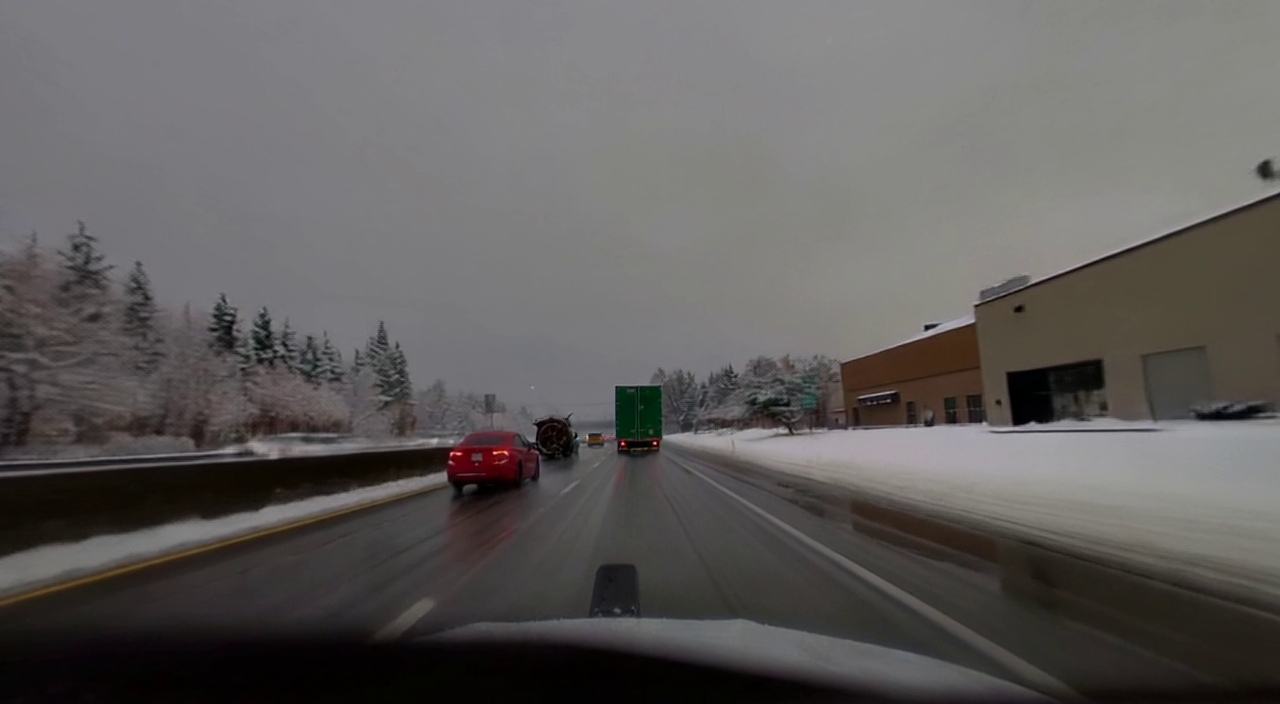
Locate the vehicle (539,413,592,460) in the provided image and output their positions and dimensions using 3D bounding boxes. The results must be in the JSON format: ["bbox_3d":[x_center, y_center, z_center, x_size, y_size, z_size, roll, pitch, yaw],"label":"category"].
[{"bbox_3d":[-4.599,5.397,40.323,2.717,2.714,6.997,0,-8,-2],"label":"vehicle"}]

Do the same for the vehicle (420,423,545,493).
[{"bbox_3d":[-4.022,2.797,17.157,2.005,1.602,5.131,0,-8,1],"label":"vehicle"}]

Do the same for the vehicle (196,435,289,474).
[{"bbox_3d":[-17.185,4.411,27.448,1.658,1.533,3.723,0,-8,-1],"label":"vehicle"}]

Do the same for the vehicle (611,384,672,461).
[{"bbox_3d":[-0.021,4.438,38.773,3.259,4.066,9.891,0,-8,-1],"label":"vehicle"}]

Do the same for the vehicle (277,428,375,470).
[{"bbox_3d":[-12.465,3.860,25.342,1.908,1.518,4.041,0,-8,-1],"label":"vehicle"}]
